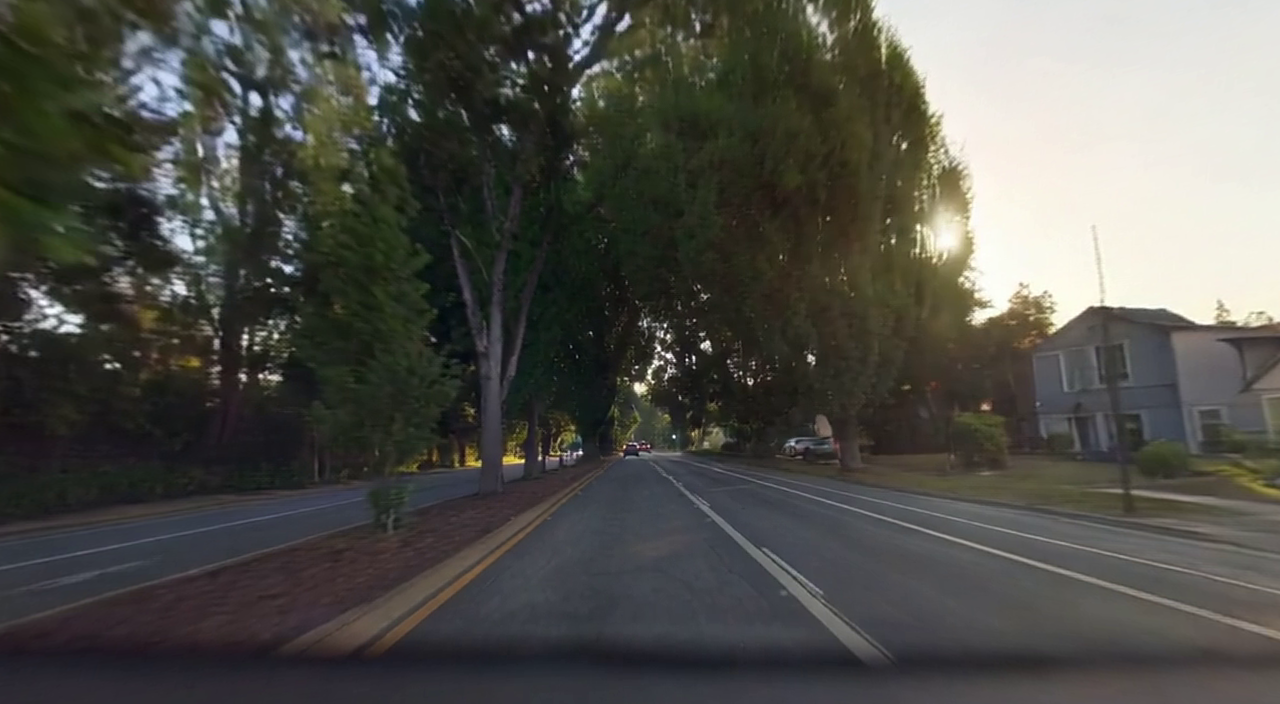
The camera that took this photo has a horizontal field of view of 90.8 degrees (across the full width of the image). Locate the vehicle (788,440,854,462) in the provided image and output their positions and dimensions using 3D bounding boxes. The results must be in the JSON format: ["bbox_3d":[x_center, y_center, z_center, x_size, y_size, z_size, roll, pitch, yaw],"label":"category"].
[{"bbox_3d":[14.076,7.725,49.247,4.513,1.619,1.905,1,-9,-8],"label":"vehicle"}]
